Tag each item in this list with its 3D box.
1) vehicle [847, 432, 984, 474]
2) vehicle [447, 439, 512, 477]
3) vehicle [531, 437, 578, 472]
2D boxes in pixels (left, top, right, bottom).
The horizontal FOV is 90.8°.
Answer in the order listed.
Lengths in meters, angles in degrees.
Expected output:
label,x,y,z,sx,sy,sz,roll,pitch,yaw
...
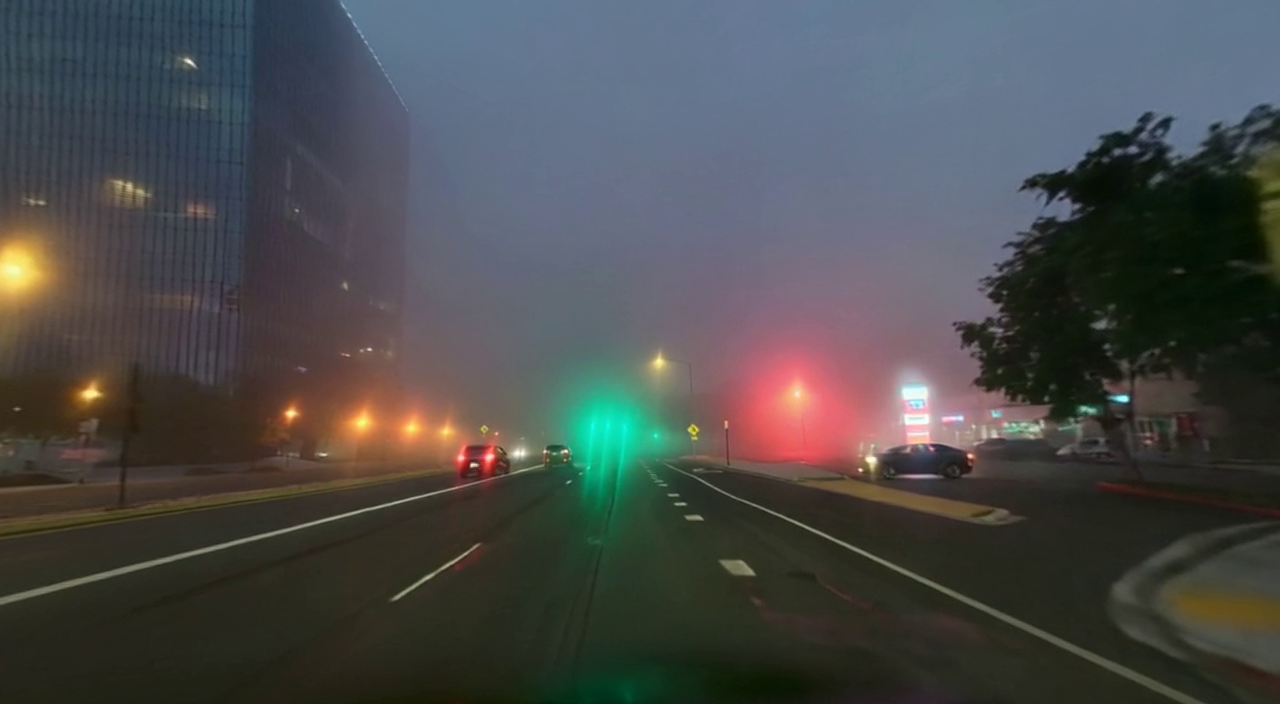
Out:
label,x,y,z,sx,sy,sz,roll,pitch,yaw
vehicle,10.759,4.006,24.989,4.513,1.541,1.948,-1,-9,5
vehicle,-7.467,4.966,29.833,1.909,1.605,4.561,0,-8,-1
vehicle,-4.574,5.572,34.470,2.052,1.729,4.195,0,-8,-1
